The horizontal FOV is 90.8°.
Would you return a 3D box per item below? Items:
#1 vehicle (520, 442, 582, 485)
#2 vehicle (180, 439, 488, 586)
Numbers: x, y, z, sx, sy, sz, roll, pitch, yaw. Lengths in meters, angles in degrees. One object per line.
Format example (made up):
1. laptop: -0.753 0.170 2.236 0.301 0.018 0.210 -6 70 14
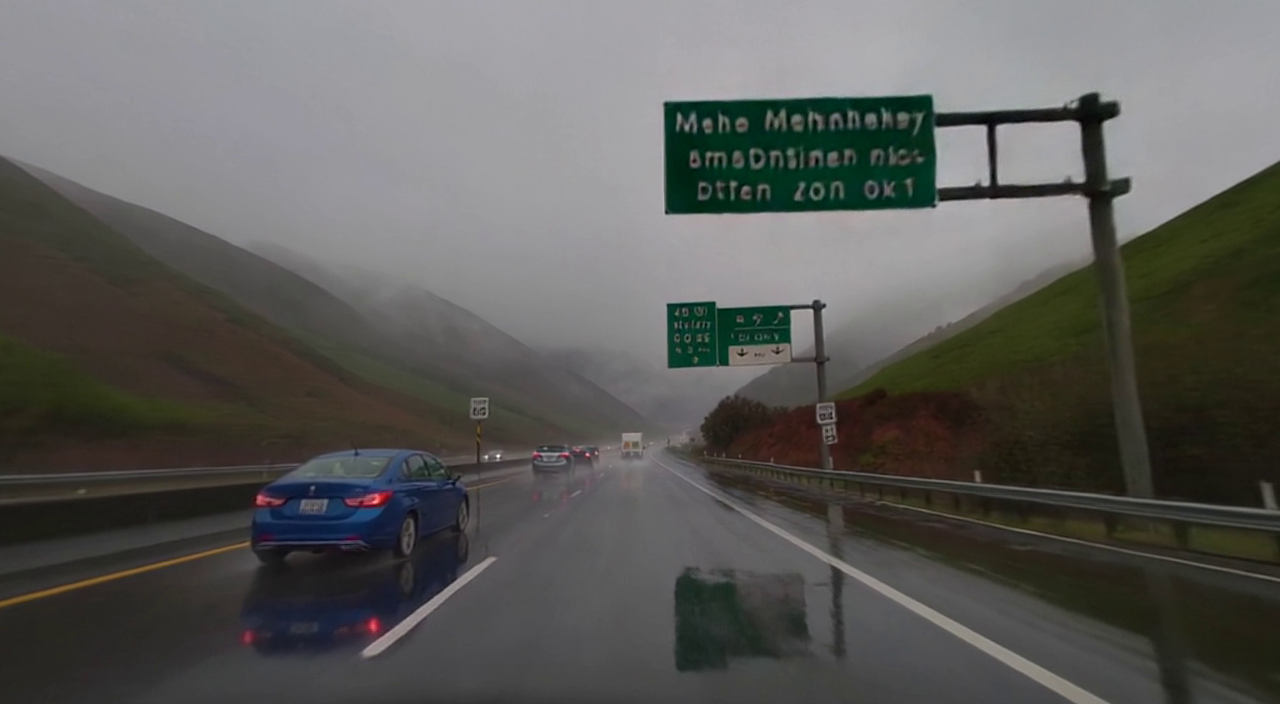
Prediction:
1. vehicle: -3.799 4.820 27.570 2.073 1.694 4.162 0 -9 0
2. vehicle: -3.596 1.960 8.598 1.988 1.440 4.504 0 -9 -1
